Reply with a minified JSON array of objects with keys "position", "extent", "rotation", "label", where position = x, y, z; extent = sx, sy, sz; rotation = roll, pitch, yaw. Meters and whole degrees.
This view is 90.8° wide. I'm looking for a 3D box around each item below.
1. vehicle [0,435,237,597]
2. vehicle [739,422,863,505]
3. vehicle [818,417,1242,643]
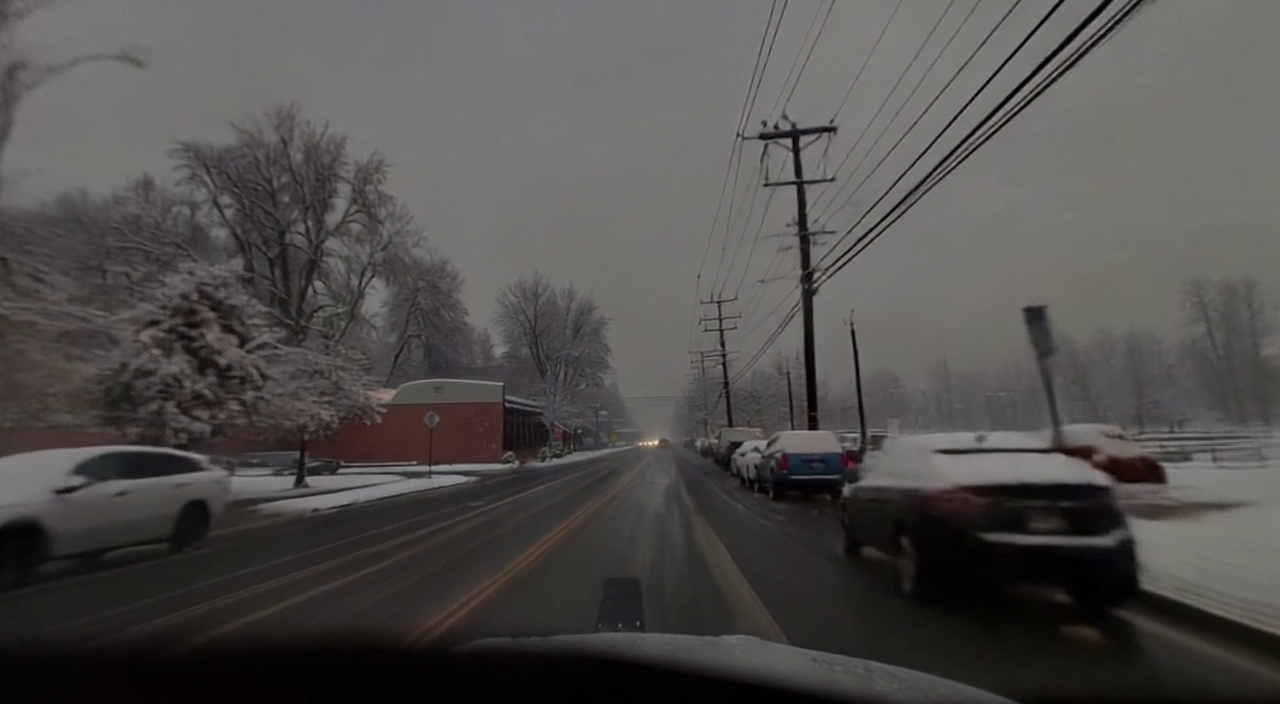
[{"position":[-8.195,2.174,8.924],"extent":[1.972,1.818,4.334],"rotation":[-2,-9,3],"label":"vehicle"},{"position":[3.994,2.856,16.611],"extent":[1.952,1.849,4.837],"rotation":[0,-8,0],"label":"vehicle"},{"position":[3.333,1.544,6.812],"extent":[2.261,1.503,4.695],"rotation":[-2,-8,10],"label":"vehicle"}]
